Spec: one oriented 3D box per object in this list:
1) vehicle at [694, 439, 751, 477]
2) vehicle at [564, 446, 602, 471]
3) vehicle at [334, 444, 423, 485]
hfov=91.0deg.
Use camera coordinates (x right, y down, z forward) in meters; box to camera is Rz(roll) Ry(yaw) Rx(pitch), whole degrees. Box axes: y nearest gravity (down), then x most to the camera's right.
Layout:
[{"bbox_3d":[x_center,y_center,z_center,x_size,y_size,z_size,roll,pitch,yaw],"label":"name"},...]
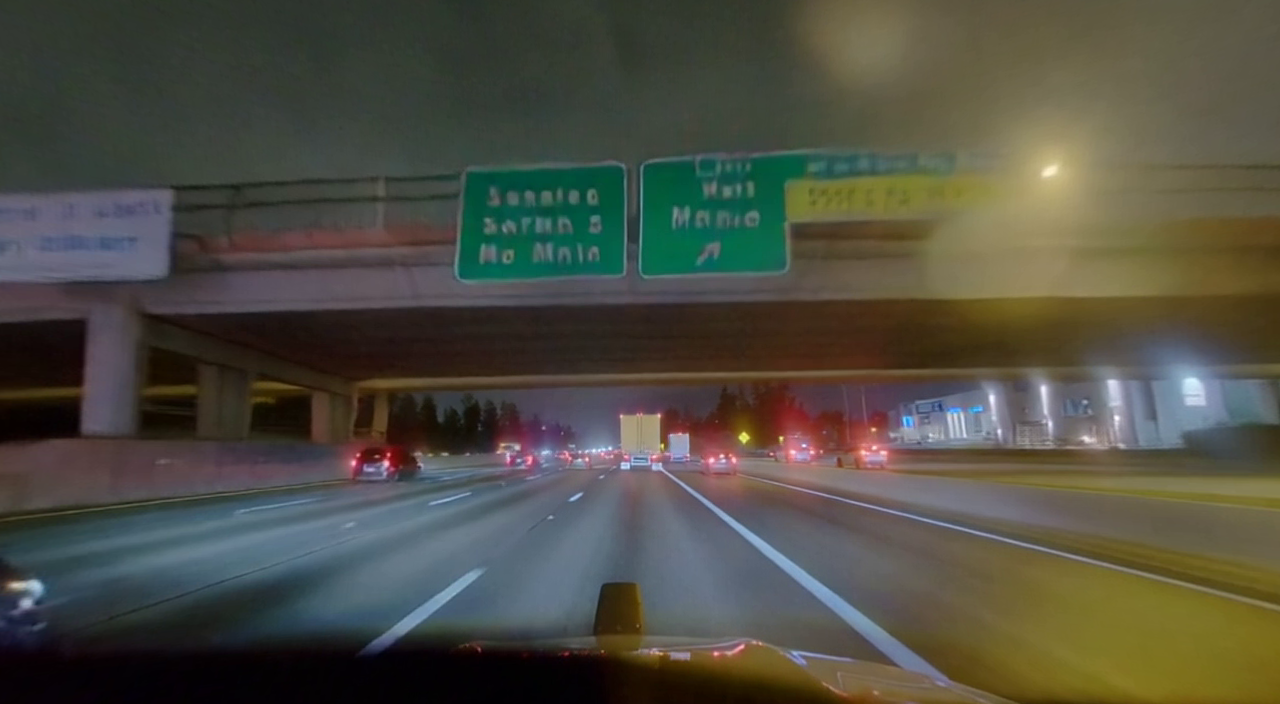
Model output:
[{"bbox_3d":[3.874,5.084,30.365,2.107,1.707,4.445,0,-9,-1],"label":"vehicle"},{"bbox_3d":[-3.698,7.016,41.643,2.083,1.576,4.307,0,-9,0],"label":"vehicle"},{"bbox_3d":[-11.238,4.836,27.403,1.966,1.627,4.258,0,-9,1],"label":"vehicle"}]
